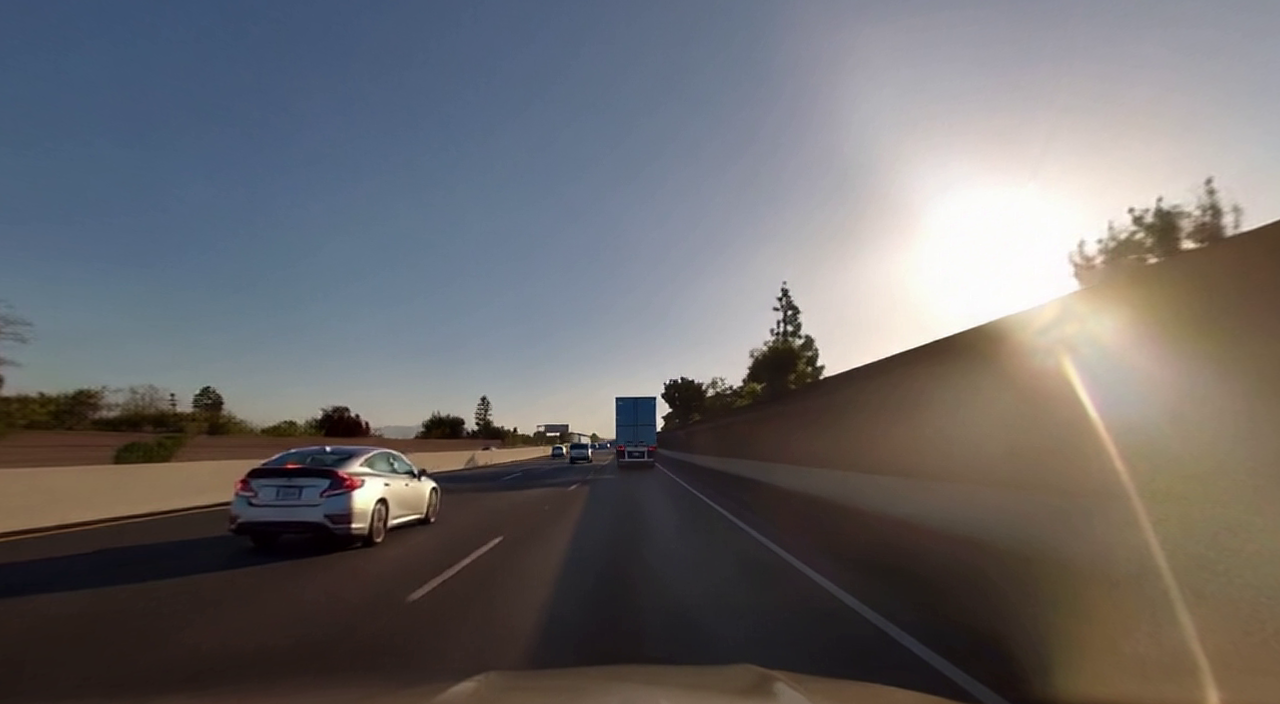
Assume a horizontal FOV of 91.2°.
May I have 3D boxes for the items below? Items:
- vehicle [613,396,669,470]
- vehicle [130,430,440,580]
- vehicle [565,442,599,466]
[{"bbox_3d":[-0.036,5.381,40.673,3.123,4.094,10.812,0,-9,-1],"label":"vehicle"},{"bbox_3d":[-4.237,1.858,8.354,1.895,1.500,3.808,0,-9,0],"label":"vehicle"},{"bbox_3d":[-4.052,7.237,44.507,2.006,1.572,4.082,0,-9,0],"label":"vehicle"}]
